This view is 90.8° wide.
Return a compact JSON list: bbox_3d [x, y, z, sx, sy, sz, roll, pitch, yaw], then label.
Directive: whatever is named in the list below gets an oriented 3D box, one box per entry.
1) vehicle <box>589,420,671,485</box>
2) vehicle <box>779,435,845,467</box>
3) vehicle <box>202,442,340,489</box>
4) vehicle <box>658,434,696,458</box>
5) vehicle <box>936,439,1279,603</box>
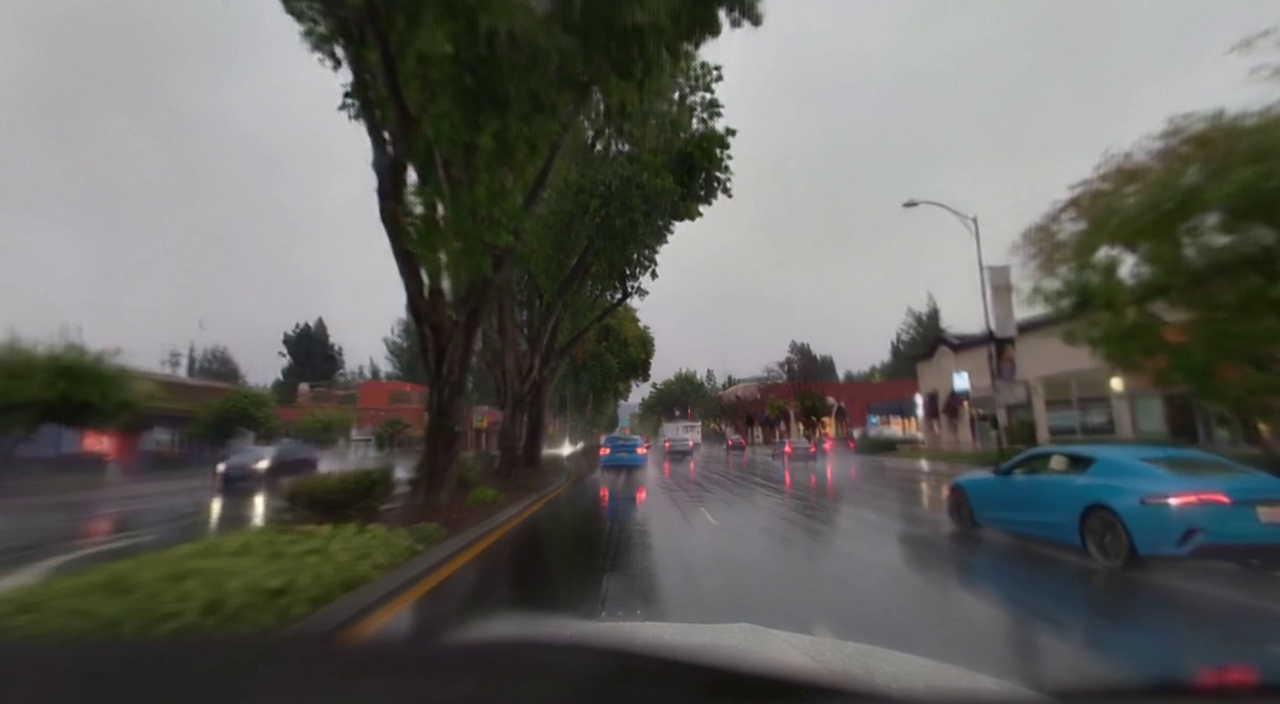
[{"bbox_3d":[-0.334,3.089,19.540,2.266,1.762,4.131,0,-9,-1],"label":"vehicle"},{"bbox_3d":[8.727,5.056,32.416,2.045,1.484,4.342,0,-9,-2],"label":"vehicle"},{"bbox_3d":[-13.275,4.096,23.178,2.217,1.519,4.724,0,-9,0],"label":"vehicle"},{"bbox_3d":[2.346,6.143,41.349,2.078,1.471,4.142,0,-9,-2],"label":"vehicle"},{"bbox_3d":[5.663,1.687,7.302,2.258,1.294,4.312,0,-9,-2],"label":"vehicle"}]
